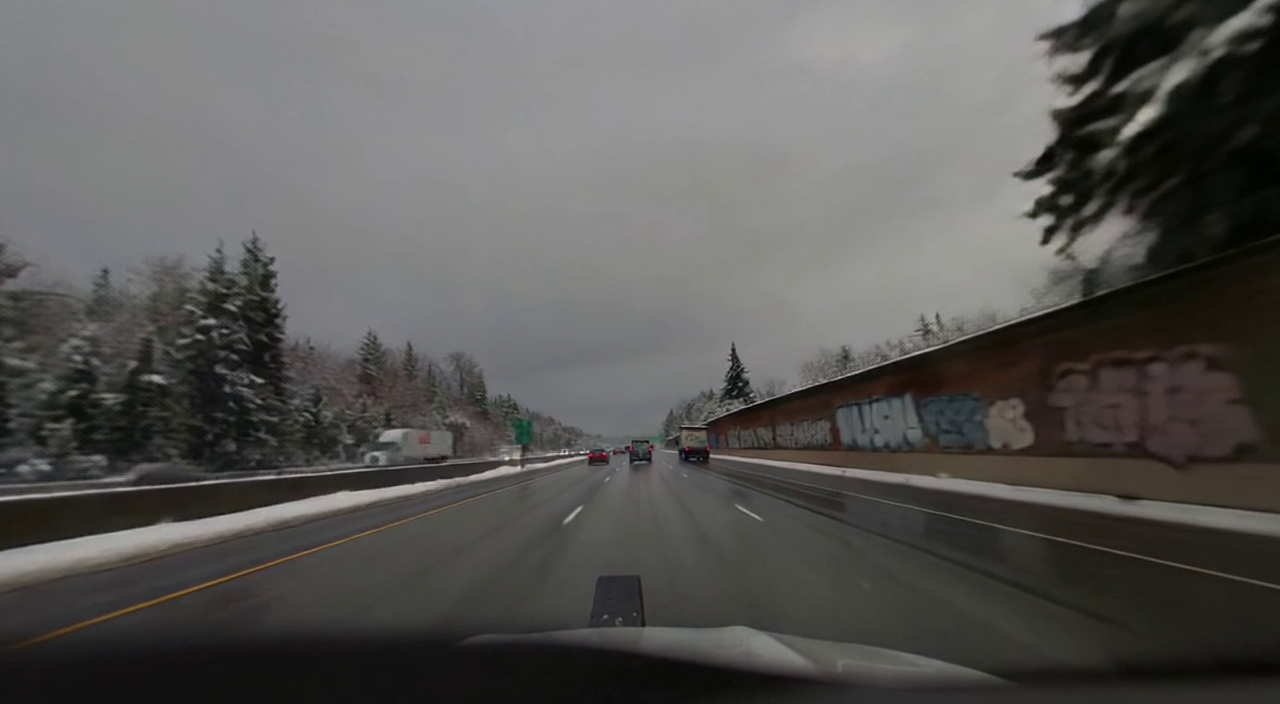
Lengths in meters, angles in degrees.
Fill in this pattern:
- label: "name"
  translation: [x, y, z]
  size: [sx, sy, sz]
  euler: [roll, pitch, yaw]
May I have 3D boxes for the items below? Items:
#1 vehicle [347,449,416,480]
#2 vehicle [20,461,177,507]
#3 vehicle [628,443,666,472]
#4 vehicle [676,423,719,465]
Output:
- label: "vehicle"
  translation: [-13.115, 5.706, 32.271]
  size: [1.788, 1.470, 4.039]
  euler: [0, -9, 0]
- label: "vehicle"
  translation: [-20.243, 4.917, 23.872]
  size: [1.843, 1.479, 4.544]
  euler: [-1, -9, 1]
- label: "vehicle"
  translation: [0.343, 5.813, 34.866]
  size: [2.009, 1.506, 4.091]
  euler: [0, -9, -1]
- label: "vehicle"
  translation: [4.254, 7.015, 47.906]
  size: [2.549, 2.931, 6.310]
  euler: [0, -9, -1]
